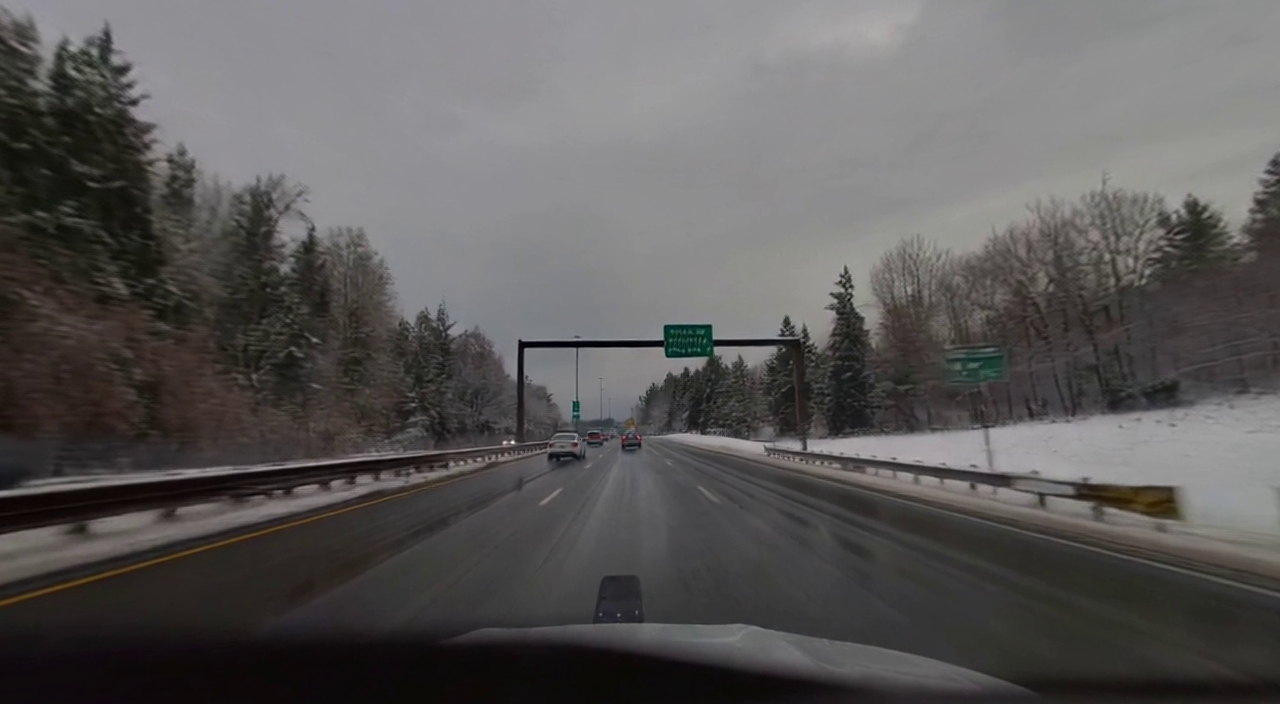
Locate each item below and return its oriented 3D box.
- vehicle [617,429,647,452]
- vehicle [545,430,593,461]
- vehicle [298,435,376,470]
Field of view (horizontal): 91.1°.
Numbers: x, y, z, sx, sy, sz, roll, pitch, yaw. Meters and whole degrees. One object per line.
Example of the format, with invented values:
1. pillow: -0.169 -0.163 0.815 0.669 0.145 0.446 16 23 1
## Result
1. vehicle: -0.603 6.398 45.470 2.054 1.609 3.859 0 -8 -1
2. vehicle: -3.592 4.828 32.655 1.989 1.497 4.645 0 -8 0
3. vehicle: -15.471 5.113 32.352 1.923 1.674 4.216 0 -8 0
